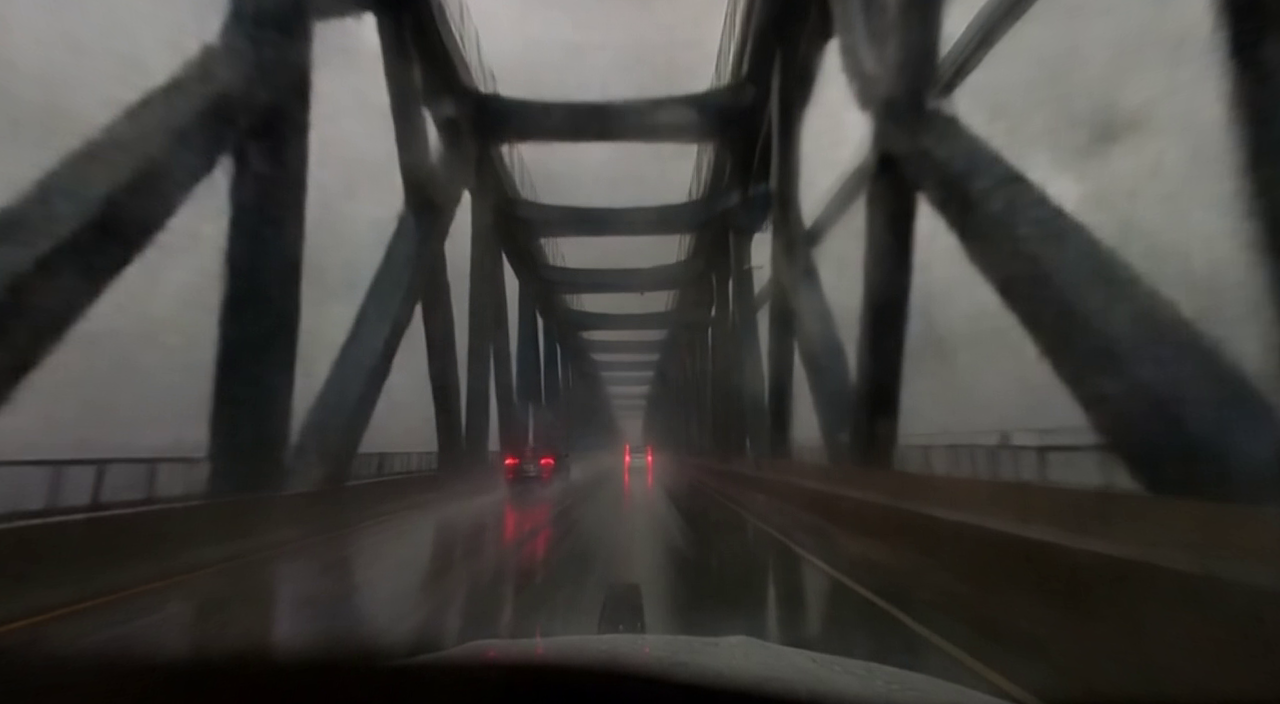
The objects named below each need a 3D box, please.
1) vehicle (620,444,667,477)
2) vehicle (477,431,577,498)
[{"bbox_3d":[0.153,5.140,30.110,2.048,1.450,3.973,0,-9,0],"label":"vehicle"},{"bbox_3d":[-3.350,3.461,19.820,2.190,1.807,4.741,0,-9,1],"label":"vehicle"}]
